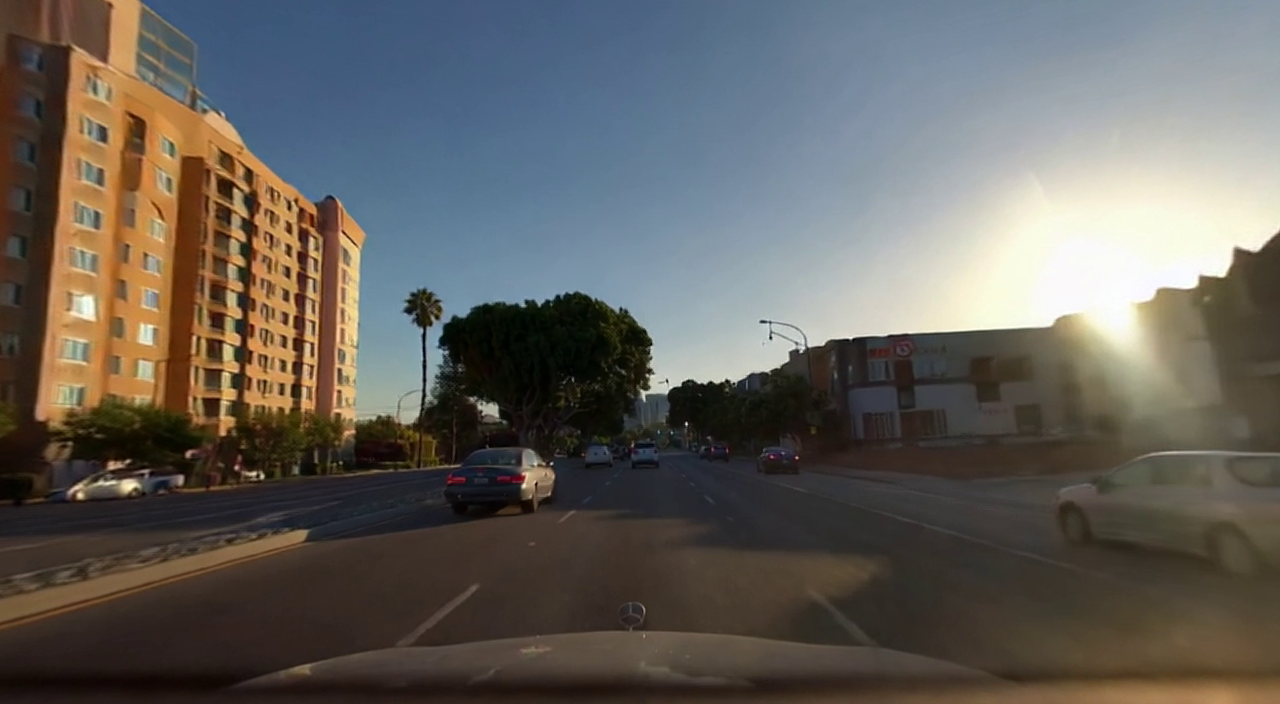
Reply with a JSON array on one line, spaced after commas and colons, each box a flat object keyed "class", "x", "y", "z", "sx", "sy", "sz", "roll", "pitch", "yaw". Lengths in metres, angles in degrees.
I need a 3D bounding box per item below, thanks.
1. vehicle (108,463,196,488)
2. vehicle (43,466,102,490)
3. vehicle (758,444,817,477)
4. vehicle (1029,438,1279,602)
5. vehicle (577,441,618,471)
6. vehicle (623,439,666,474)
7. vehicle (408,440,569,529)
[{"class": "vehicle", "x": -34.019, "y": 8.610, "z": 44.118, "sx": 4.652, "sy": 1.472, "sz": 1.932, "roll": 5, "pitch": -10, "yaw": -32}, {"class": "vehicle", "x": -43.189, "y": 9.543, "z": 47.964, "sx": 4.214, "sy": 1.644, "sz": 1.902, "roll": -5, "pitch": -10, "yaw": 28}, {"class": "vehicle", "x": 6.974, "y": 5.162, "z": 30.209, "sx": 1.884, "sy": 1.458, "sz": 4.245, "roll": 0, "pitch": -9, "yaw": 1}, {"class": "vehicle", "x": 6.715, "y": 1.710, "z": 6.989, "sx": 1.865, "sy": 1.458, "sz": 4.605, "roll": 0, "pitch": -9, "yaw": 0}, {"class": "vehicle", "x": -2.632, "y": 6.599, "z": 40.109, "sx": 2.117, "sy": 1.799, "sz": 4.442, "roll": -1, "pitch": -9, "yaw": 2}, {"class": "vehicle", "x": 0.287, "y": 5.914, "z": 35.833, "sx": 2.304, "sy": 1.795, "sz": 4.526, "roll": 0, "pitch": -9, "yaw": 1}, {"class": "vehicle", "x": -2.826, "y": 2.579, "z": 12.940, "sx": 2.095, "sy": 1.486, "sz": 4.411, "roll": 0, "pitch": -9, "yaw": 2}]
